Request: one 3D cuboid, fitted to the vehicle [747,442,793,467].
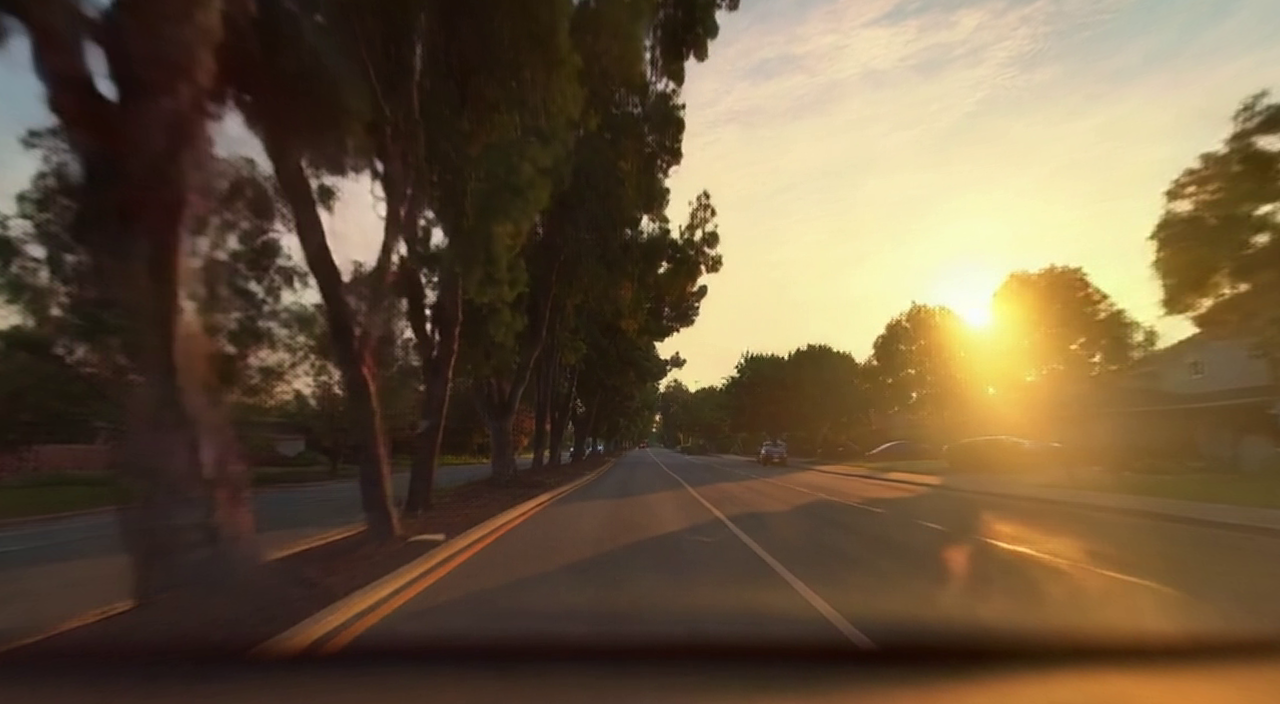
[{"bbox_3d":[8.456,6.691,41.370,1.940,1.516,4.319,0,-9,-3],"label":"vehicle"}]
